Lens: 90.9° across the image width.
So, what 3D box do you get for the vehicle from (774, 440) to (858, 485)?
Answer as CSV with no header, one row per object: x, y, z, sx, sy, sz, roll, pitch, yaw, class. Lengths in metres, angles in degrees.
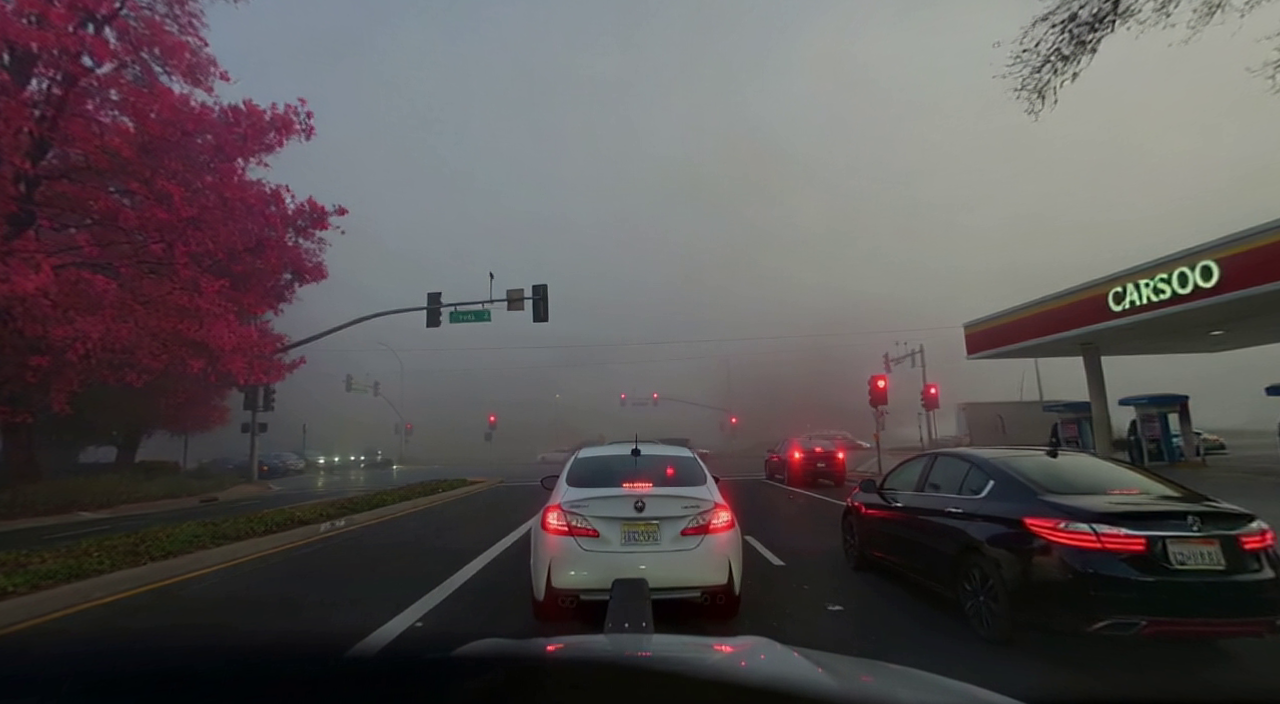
6.526,4.129,23.937,1.942,1.511,4.390,0,-8,0,vehicle

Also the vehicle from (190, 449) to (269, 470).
-29.454,7.724,45.303,4.466,1.438,1.837,-1,-8,5,vehicle

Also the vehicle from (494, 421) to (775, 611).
-0.062,1.598,7.081,2.213,1.482,4.057,0,-8,-1,vehicle

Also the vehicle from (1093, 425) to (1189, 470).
18.570,3.506,23.289,4.300,1.495,2.053,8,-12,-43,vehicle

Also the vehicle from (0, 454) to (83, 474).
-44.295,8.275,46.635,4.511,1.407,1.764,-1,-8,4,vehicle

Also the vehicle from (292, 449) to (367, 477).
-18.375,6.512,37.200,4.609,1.465,1.944,-6,-10,36,vehicle

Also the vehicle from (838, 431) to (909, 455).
18.113,7.057,49.034,4.656,1.605,1.942,-3,-8,4,vehicle

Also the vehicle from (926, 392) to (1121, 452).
26.049,4.899,43.397,10.890,3.868,3.021,-1,-8,7,vehicle
